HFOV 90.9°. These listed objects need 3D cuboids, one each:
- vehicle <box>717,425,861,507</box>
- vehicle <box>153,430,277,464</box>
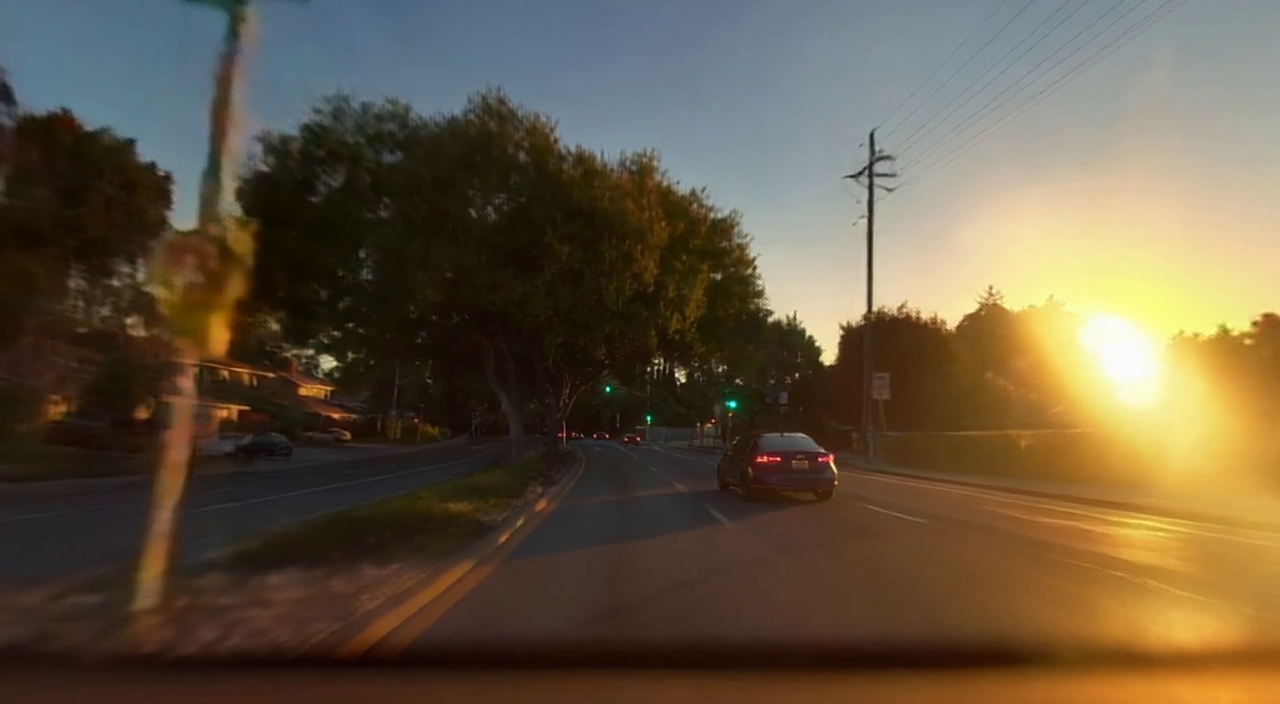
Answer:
[{"bbox_3d":[2.971,2.380,13.549,1.960,1.479,4.086,0,-8,-2],"label":"vehicle"},{"bbox_3d":[-21.474,4.824,32.053,4.717,1.615,2.014,2,-9,-11],"label":"vehicle"}]
